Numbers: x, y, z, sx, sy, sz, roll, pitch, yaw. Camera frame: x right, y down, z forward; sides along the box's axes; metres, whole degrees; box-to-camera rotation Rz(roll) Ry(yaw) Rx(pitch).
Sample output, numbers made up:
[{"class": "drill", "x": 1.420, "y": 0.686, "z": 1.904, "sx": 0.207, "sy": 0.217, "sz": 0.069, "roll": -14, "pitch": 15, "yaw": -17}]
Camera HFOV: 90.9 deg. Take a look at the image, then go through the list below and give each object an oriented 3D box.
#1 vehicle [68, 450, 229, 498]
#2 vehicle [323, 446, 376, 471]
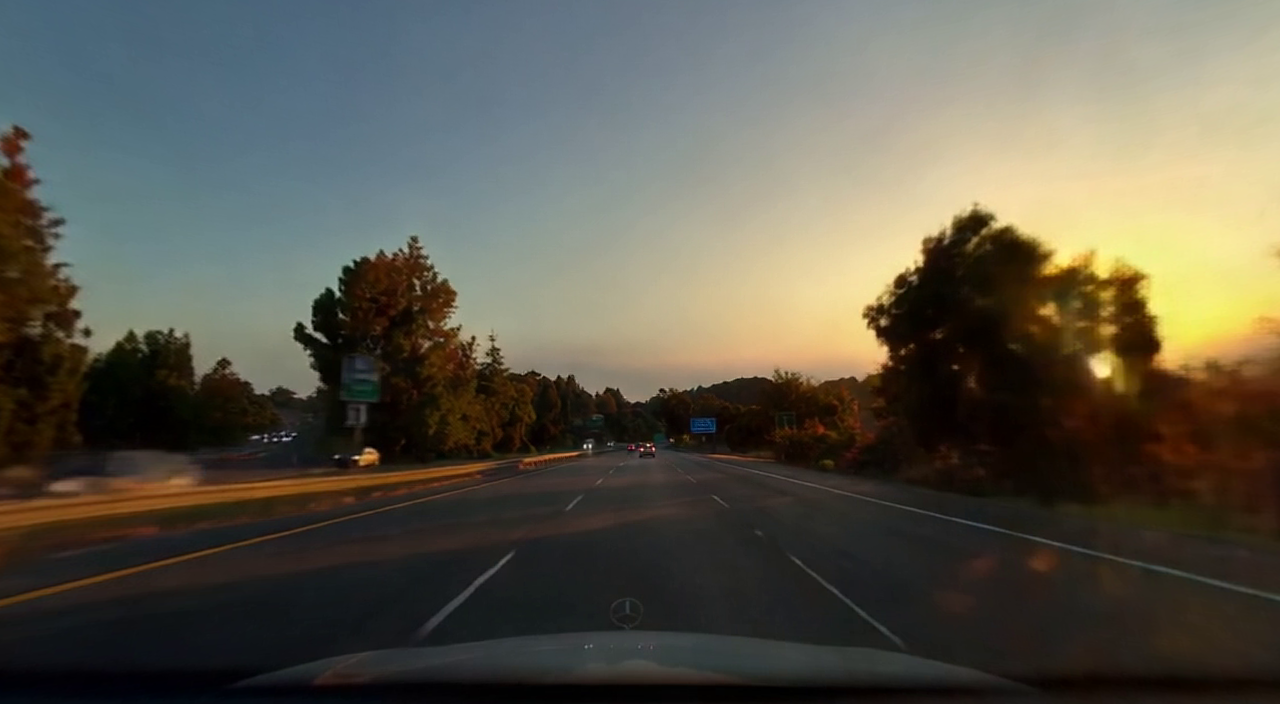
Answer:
[{"class": "vehicle", "x": -16.880, "y": 4.187, "z": 22.036, "sx": 1.911, "sy": 1.446, "sz": 4.547, "roll": 0, "pitch": -8, "yaw": 1}, {"class": "vehicle", "x": -21.141, "y": 7.742, "z": 46.047, "sx": 1.934, "sy": 1.750, "sz": 3.974, "roll": 0, "pitch": -8, "yaw": 0}]
